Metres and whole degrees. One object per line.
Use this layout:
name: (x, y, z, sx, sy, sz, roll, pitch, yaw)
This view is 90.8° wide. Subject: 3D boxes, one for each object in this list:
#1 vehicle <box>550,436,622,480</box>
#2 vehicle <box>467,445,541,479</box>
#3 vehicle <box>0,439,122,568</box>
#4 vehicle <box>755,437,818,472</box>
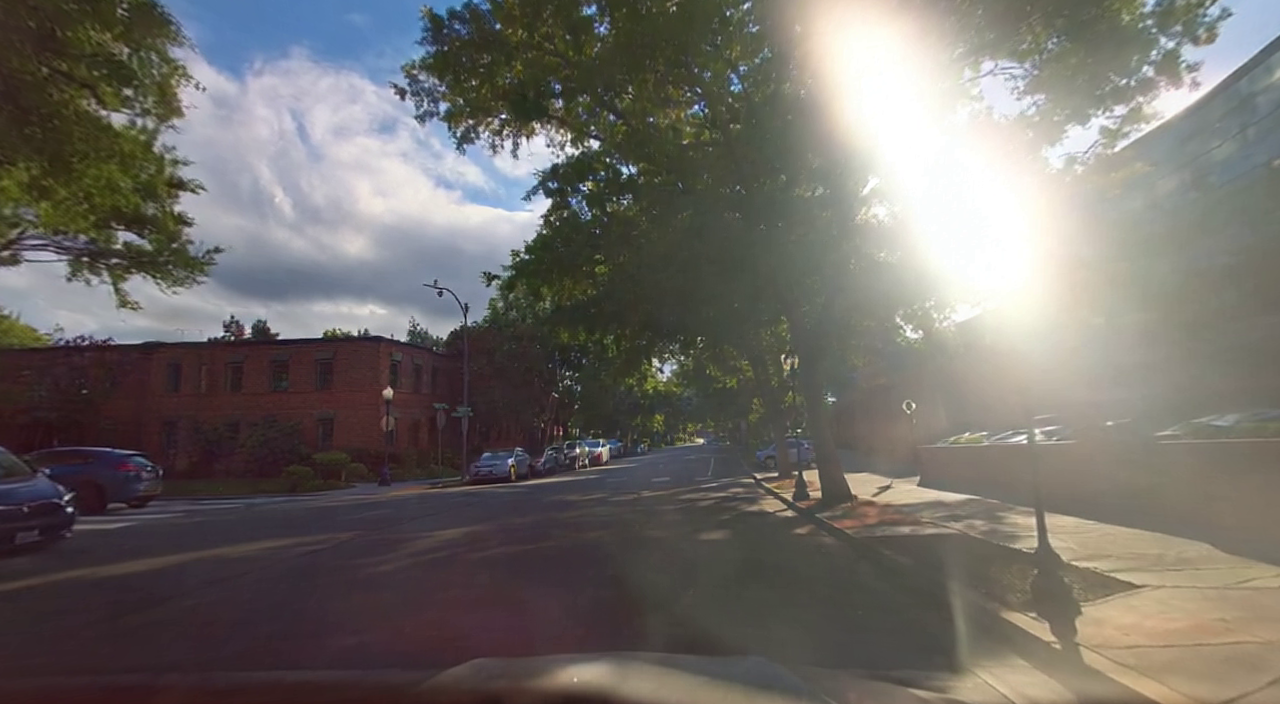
vehicle: (-2.122, 4.384, 26.341, 2.110, 1.651, 4.410, -1, -9, 7)
vehicle: (-6.067, 4.960, 28.736, 1.968, 1.443, 4.358, -1, -9, 6)
vehicle: (-10.113, 2.069, 8.955, 4.141, 1.620, 1.876, -2, -9, 9)
vehicle: (6.694, 4.724, 29.345, 1.918, 1.461, 4.419, 0, -8, 1)
